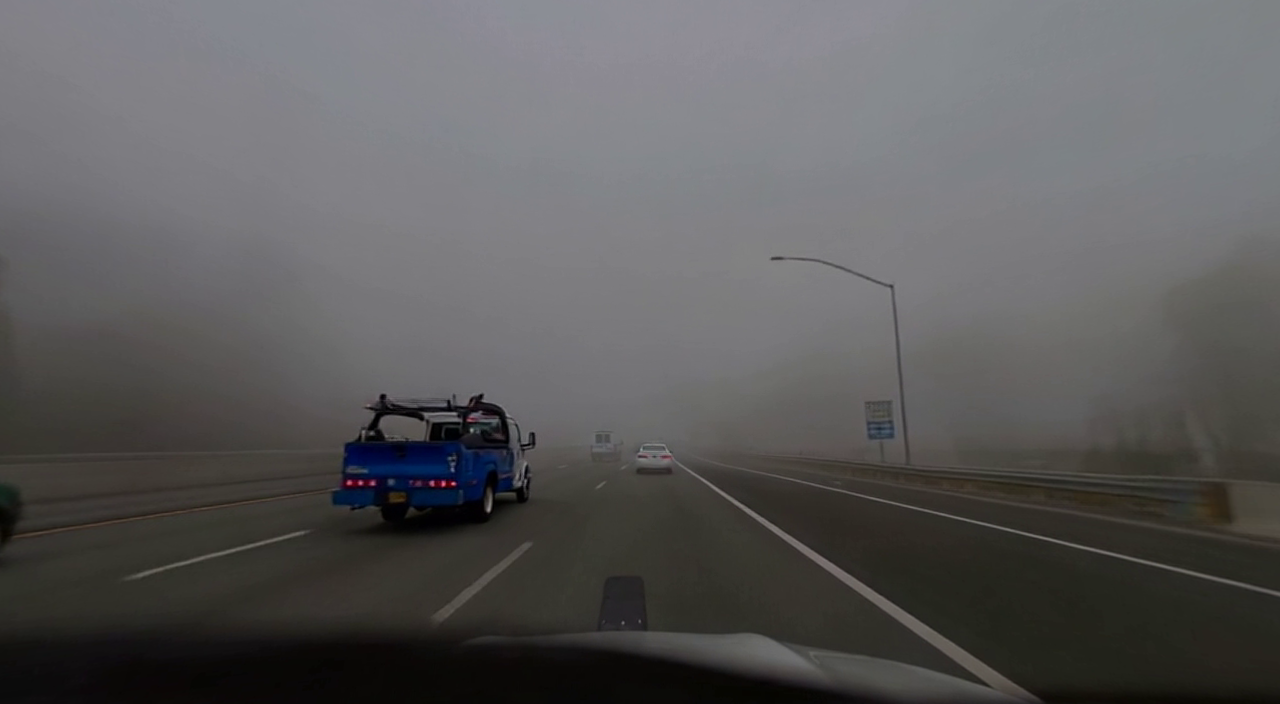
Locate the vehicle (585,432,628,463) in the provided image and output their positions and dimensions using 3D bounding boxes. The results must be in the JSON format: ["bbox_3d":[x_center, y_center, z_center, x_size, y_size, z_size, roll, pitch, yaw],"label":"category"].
[{"bbox_3d":[-2.391,7.073,46.547,2.526,2.146,5.594,0,-8,3],"label":"vehicle"}]

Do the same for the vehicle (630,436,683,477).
[{"bbox_3d":[0.686,4.561,27.611,2.165,1.653,4.456,0,-8,1],"label":"vehicle"}]

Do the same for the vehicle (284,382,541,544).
[{"bbox_3d":[-3.351,1.818,10.870,2.292,2.070,5.532,0,-8,1],"label":"vehicle"}]
